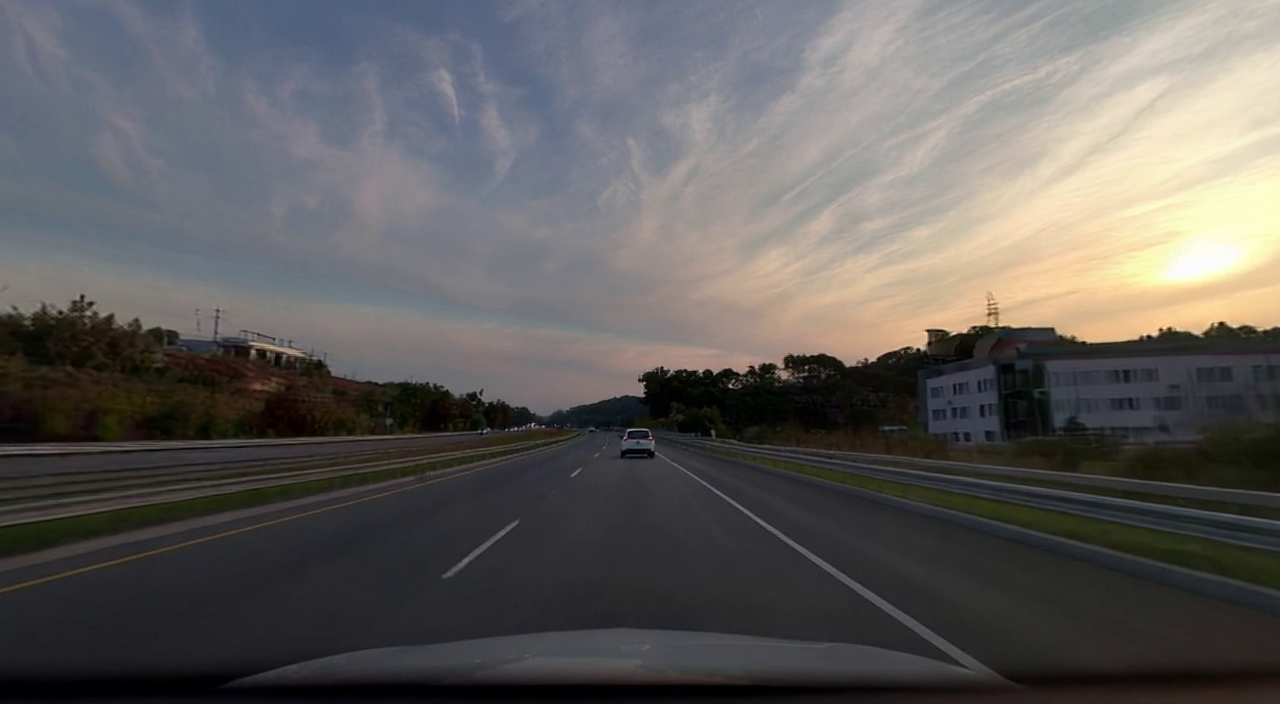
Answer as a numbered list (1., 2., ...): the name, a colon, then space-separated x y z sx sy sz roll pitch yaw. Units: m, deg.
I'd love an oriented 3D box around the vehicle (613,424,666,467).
1. vehicle: -0.088 3.854 26.158 2.020 1.633 3.942 0 -8 -2
